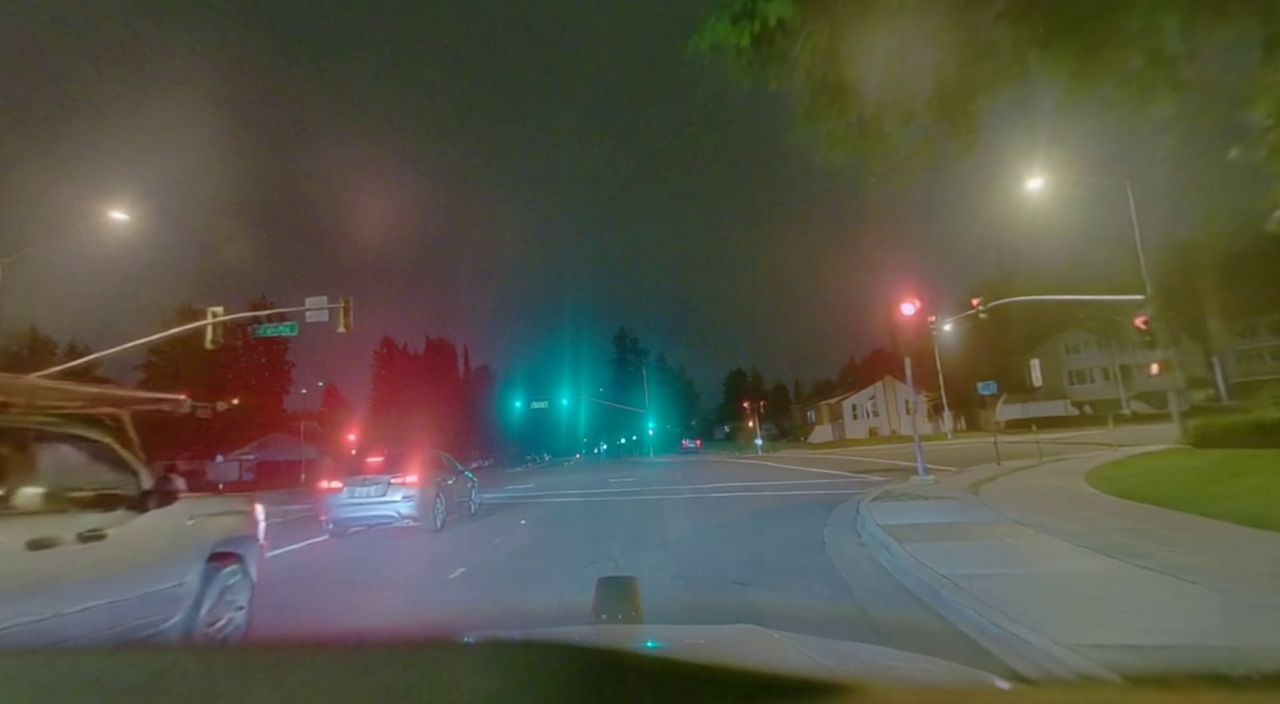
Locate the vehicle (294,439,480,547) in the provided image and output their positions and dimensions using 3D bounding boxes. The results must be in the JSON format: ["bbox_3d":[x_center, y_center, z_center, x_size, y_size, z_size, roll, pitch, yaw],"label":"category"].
[{"bbox_3d":[-4.170,2.344,11.143,1.777,1.537,3.831,0,-9,-2],"label":"vehicle"}]

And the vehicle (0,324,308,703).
[{"bbox_3d":[-3.512,0.810,2.377,2.041,1.834,4.679,0,-9,-1],"label":"vehicle"}]
